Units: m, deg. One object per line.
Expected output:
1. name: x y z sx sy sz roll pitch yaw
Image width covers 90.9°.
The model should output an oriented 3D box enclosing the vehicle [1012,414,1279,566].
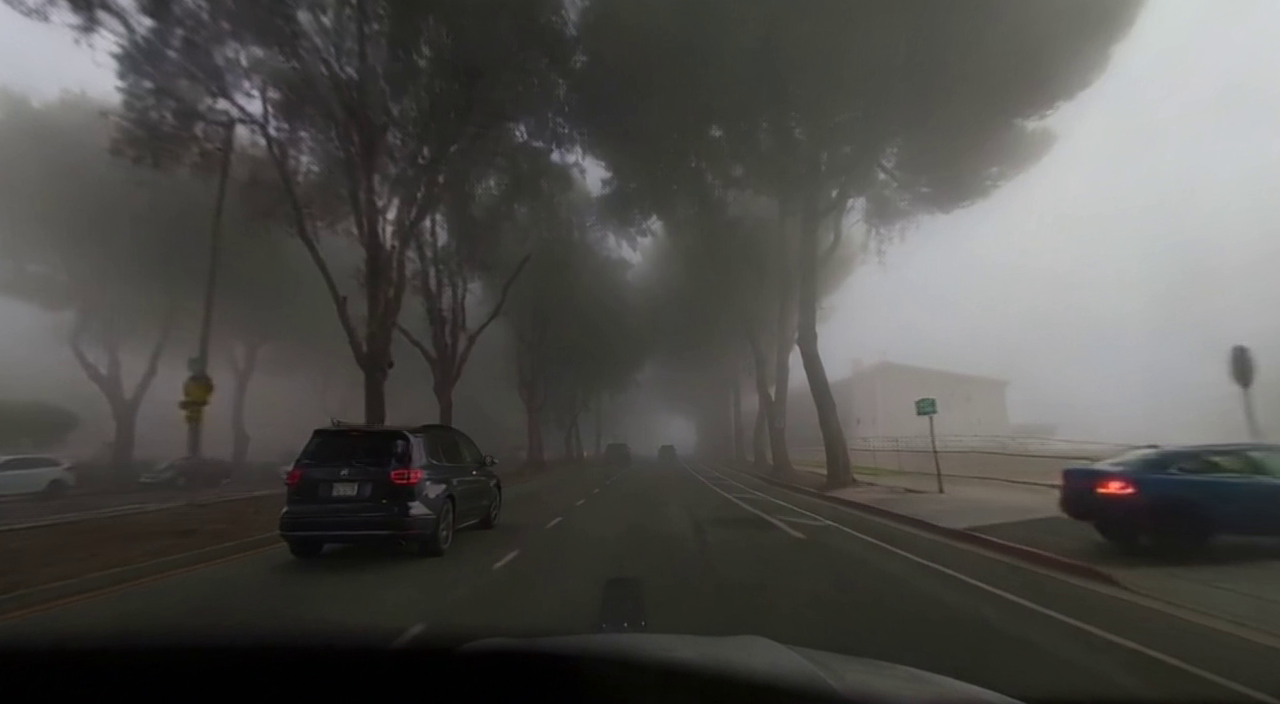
1. vehicle: 7.785 1.659 7.909 4.824 1.646 2.077 -1 -9 9

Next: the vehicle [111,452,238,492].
1. vehicle: -22.134 5.706 30.271 2.370 1.705 4.599 -1 -9 4

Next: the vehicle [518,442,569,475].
1. vehicle: -5.377 5.962 35.565 1.985 1.708 4.310 -1 -9 3

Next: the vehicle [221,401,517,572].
1. vehicle: -3.253 1.722 8.785 2.123 1.761 4.322 0 -9 1
